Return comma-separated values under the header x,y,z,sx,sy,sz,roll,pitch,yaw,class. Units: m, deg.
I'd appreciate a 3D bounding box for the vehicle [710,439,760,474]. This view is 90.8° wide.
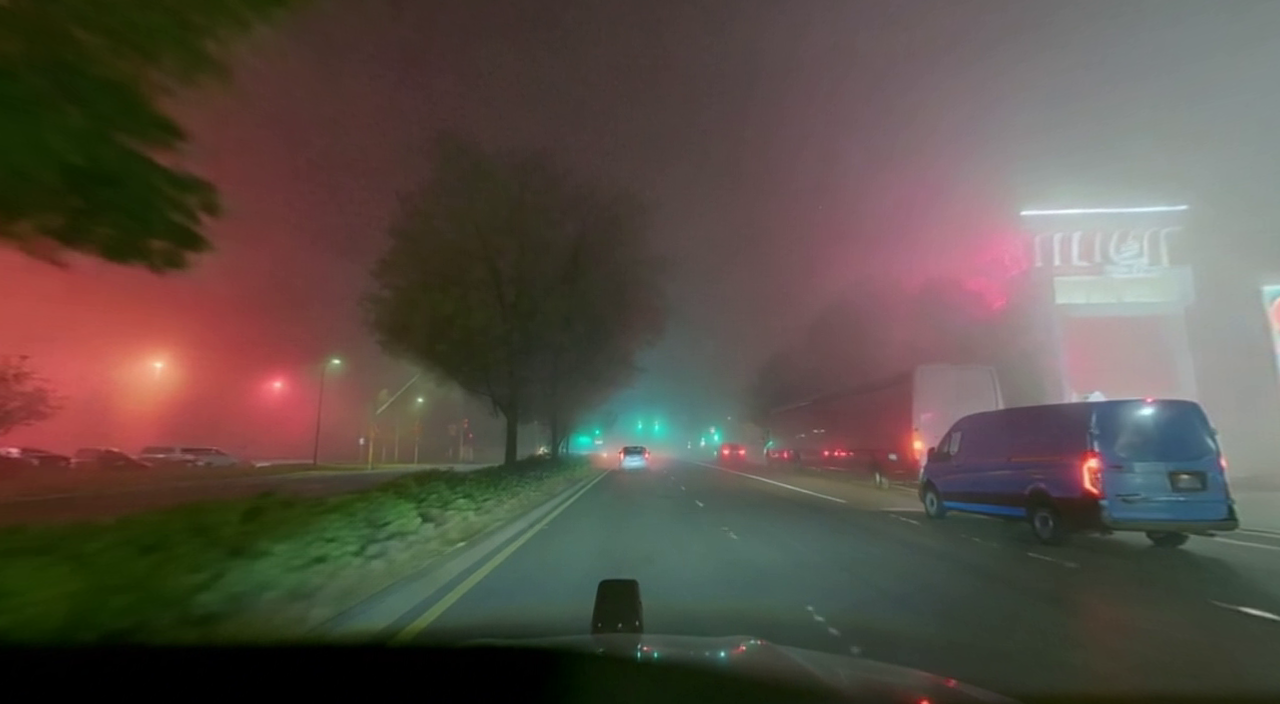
x,y,z,sx,sy,sz,roll,pitch,yaw,class
4.932,5.458,33.277,2.047,1.711,4.265,0,-8,1,vehicle

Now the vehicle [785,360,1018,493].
x,y,z,sx,sy,sz,roll,pitch,yaw,class
10.020,3.514,28.038,2.960,4.109,16.764,0,-8,-1,vehicle

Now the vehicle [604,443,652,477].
x,y,z,sx,sy,sz,roll,pitch,yaw,class
-0.535,5.025,29.593,2.095,1.456,3.873,0,-8,-1,vehicle

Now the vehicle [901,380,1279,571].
x,y,z,sx,sy,sz,roll,pitch,yaw,class
6.644,1.778,9.935,2.573,2.127,5.568,0,-8,-1,vehicle

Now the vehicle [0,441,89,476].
x,y,z,sx,sy,sz,roll,pitch,yaw,class
-29.241,4.955,29.682,4.624,1.556,2.207,0,-8,0,vehicle
